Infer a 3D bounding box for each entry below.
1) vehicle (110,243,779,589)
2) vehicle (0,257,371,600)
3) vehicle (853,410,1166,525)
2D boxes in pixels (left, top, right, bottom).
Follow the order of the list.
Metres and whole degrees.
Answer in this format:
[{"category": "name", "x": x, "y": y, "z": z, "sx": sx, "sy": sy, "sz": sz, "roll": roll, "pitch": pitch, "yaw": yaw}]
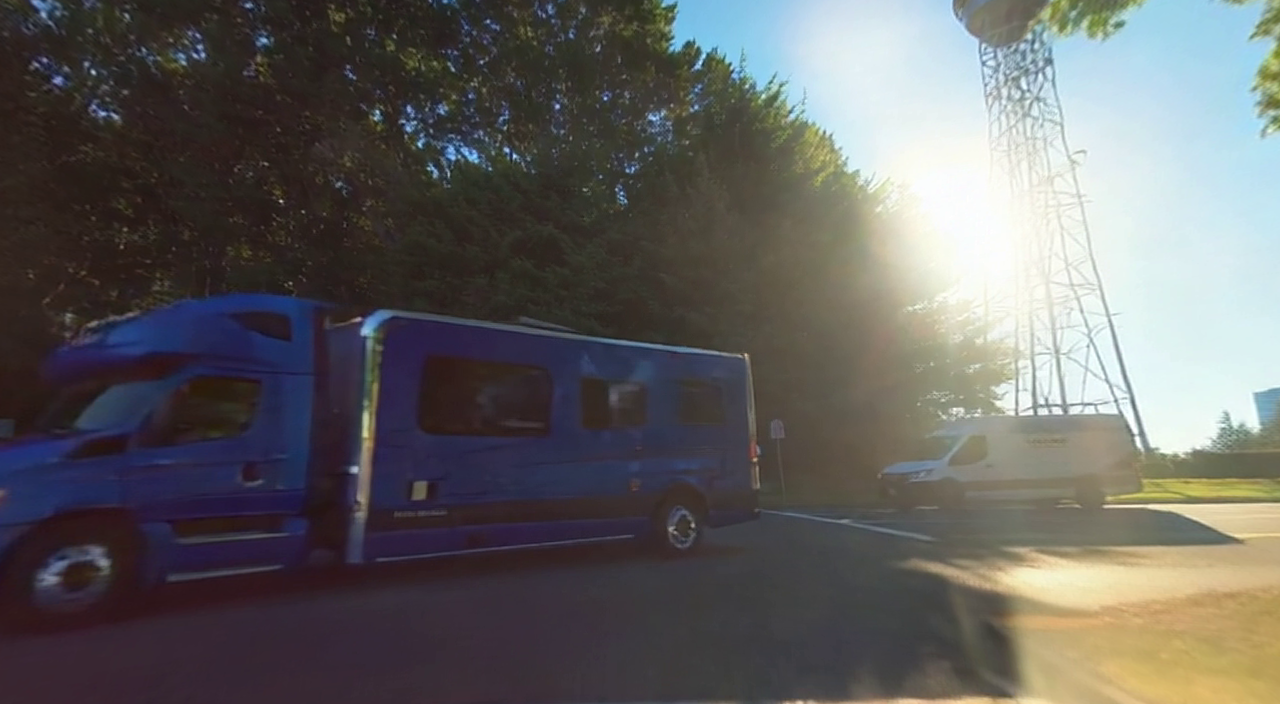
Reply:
[{"category": "vehicle", "x": -2.153, "y": 1.191, "z": 10.509, "sx": 9.765, "sy": 3.622, "sz": 2.740, "roll": 6, "pitch": -11, "yaw": -35}, {"category": "vehicle", "x": -6.100, "y": 0.944, "z": 7.558, "sx": 4.552, "sy": 3.175, "sz": 2.847, "roll": 6, "pitch": -11, "yaw": -37}, {"category": "vehicle", "x": 8.443, "y": 2.659, "z": 14.850, "sx": 5.923, "sy": 2.424, "sz": 2.247, "roll": 0, "pitch": -9, "yaw": -4}]
